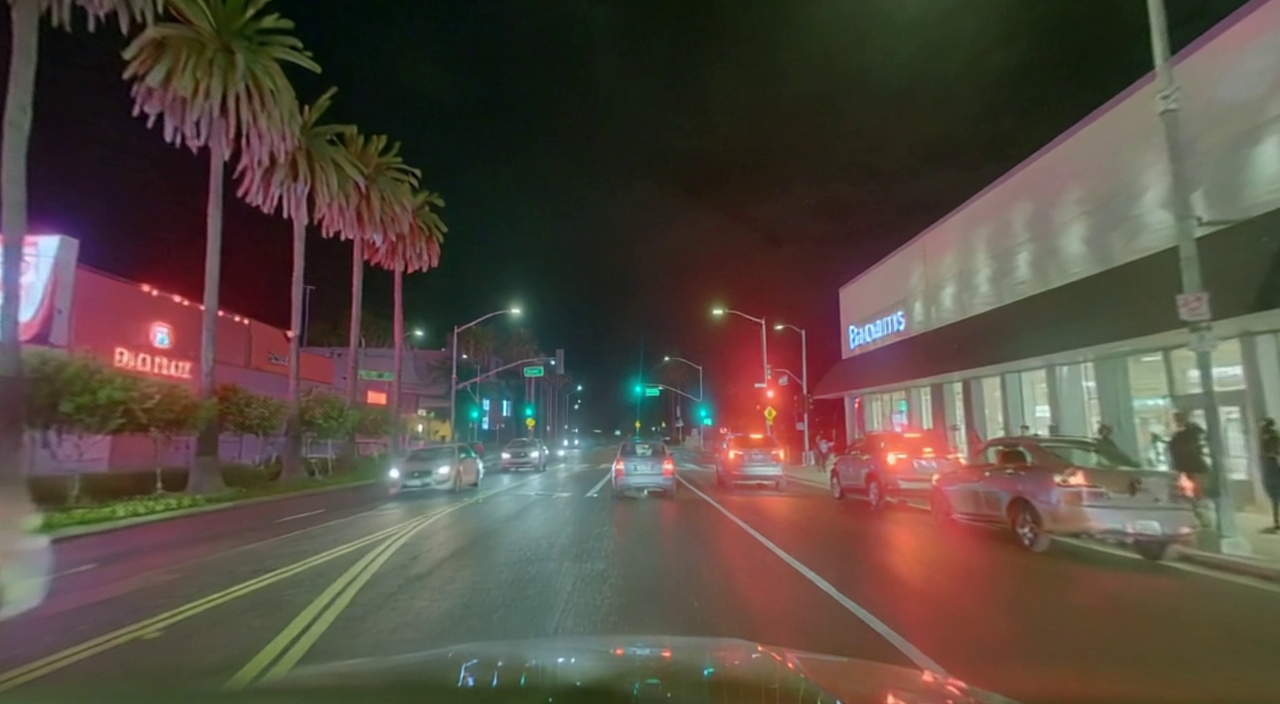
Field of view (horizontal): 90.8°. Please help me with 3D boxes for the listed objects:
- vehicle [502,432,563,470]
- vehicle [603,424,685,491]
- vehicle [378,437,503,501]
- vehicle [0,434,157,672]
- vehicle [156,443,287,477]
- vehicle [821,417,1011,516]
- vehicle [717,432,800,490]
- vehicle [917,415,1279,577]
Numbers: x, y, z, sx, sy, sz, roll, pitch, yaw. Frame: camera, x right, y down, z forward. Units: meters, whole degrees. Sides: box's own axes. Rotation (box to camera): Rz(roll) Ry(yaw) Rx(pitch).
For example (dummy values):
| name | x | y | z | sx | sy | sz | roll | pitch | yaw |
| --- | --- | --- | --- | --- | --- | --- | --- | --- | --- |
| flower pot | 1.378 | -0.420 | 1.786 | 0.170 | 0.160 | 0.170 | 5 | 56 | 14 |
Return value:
| name | x | y | z | sx | sy | sz | roll | pitch | yaw |
| --- | --- | --- | --- | --- | --- | --- | --- | --- | --- |
| vehicle | -5.460 | 5.108 | 32.758 | 2.341 | 1.762 | 4.865 | 0 | -8 | 0 |
| vehicle | 0.062 | 3.247 | 19.717 | 2.264 | 1.798 | 4.531 | 0 | -8 | -1 |
| vehicle | -5.249 | 3.118 | 17.328 | 2.092 | 1.504 | 4.374 | 0 | -8 | -1 |
| vehicle | -4.784 | 1.046 | 2.658 | 1.946 | 1.412 | 4.657 | 0 | -8 | -2 |
| vehicle | -19.648 | 5.059 | 29.873 | 1.759 | 1.457 | 4.727 | -7 | -11 | 36 |
| vehicle | 6.104 | 2.606 | 14.896 | 1.981 | 1.893 | 5.238 | 0 | -8 | -1 |
| vehicle | 3.838 | 3.615 | 21.271 | 2.070 | 1.711 | 4.480 | -1 | -8 | 2 |
| vehicle | 6.137 | 1.905 | 9.231 | 2.008 | 1.729 | 4.647 | 0 | -8 | -1 |
